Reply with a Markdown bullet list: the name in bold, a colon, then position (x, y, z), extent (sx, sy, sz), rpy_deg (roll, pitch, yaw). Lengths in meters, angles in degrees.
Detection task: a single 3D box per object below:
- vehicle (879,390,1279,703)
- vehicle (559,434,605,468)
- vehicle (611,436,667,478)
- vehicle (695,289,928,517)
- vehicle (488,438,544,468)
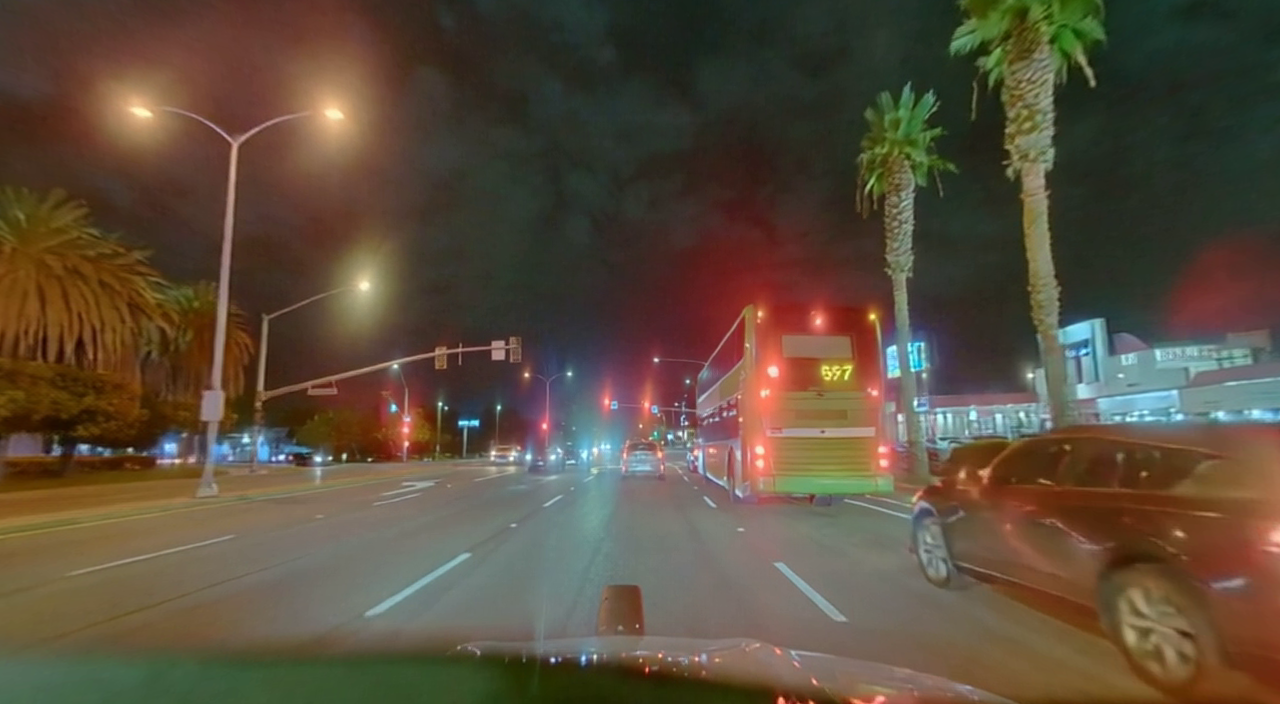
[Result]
- **vehicle**: position (3.606, 1.170, 4.260), extent (1.965, 1.519, 5.078), rpy_deg (0, -9, 0)
- **vehicle**: position (-3.156, 5.494, 35.216), extent (2.020, 1.721, 4.366), rpy_deg (-1, -9, 2)
- **vehicle**: position (-0.012, 4.167, 25.243), extent (2.060, 1.499, 3.831), rpy_deg (0, -9, 1)
- **vehicle**: position (3.564, 1.857, 17.886), extent (2.970, 4.015, 13.606), rpy_deg (0, -9, 1)
- **vehicle**: position (-6.780, 5.581, 35.041), extent (1.927, 1.480, 4.832), rpy_deg (-1, -9, 2)
